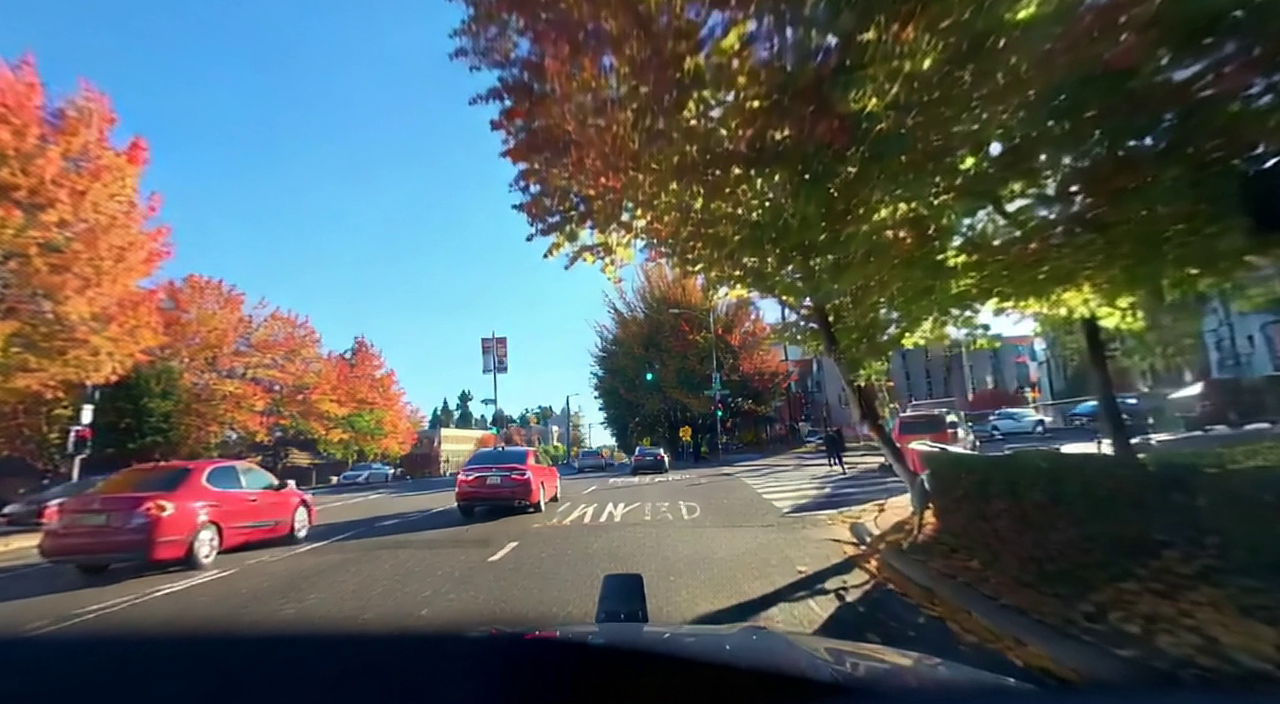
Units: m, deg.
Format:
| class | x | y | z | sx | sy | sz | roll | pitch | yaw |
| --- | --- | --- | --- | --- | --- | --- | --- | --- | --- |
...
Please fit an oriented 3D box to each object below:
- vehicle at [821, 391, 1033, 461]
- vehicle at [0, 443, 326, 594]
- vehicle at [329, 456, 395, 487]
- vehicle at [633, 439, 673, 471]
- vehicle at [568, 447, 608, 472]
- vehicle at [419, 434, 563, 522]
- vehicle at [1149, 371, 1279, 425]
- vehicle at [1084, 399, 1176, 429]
| class | x | y | z | sx | sy | sz | roll | pitch | yaw |
| --- | --- | --- | --- | --- | --- | --- | --- | --- | --- |
| vehicle | 10.188 | 2.711 | 22.774 | 6.464 | 2.280 | 2.483 | 1 | -8 | -4 |
| vehicle | -6.670 | 2.147 | 9.117 | 1.932 | 1.596 | 4.247 | 1 | -8 | 1 |
| vehicle | -18.559 | 7.951 | 42.325 | 2.031 | 1.818 | 4.887 | 1 | -8 | 2 |
| vehicle | 0.706 | 5.906 | 36.300 | 2.144 | 1.704 | 4.028 | 1 | -8 | 0 |
| vehicle | -3.301 | 6.926 | 40.762 | 2.068 | 1.482 | 4.490 | 1 | -8 | 2 |
| vehicle | -3.183 | 2.782 | 14.581 | 2.085 | 1.663 | 4.513 | 1 | -8 | 2 |
| vehicle | 21.765 | 1.715 | 22.880 | 4.625 | 1.760 | 2.065 | 1 | -8 | 3 |
| vehicle | 33.073 | 4.221 | 42.634 | 1.936 | 1.662 | 4.334 | 0 | -9 | -30 |
